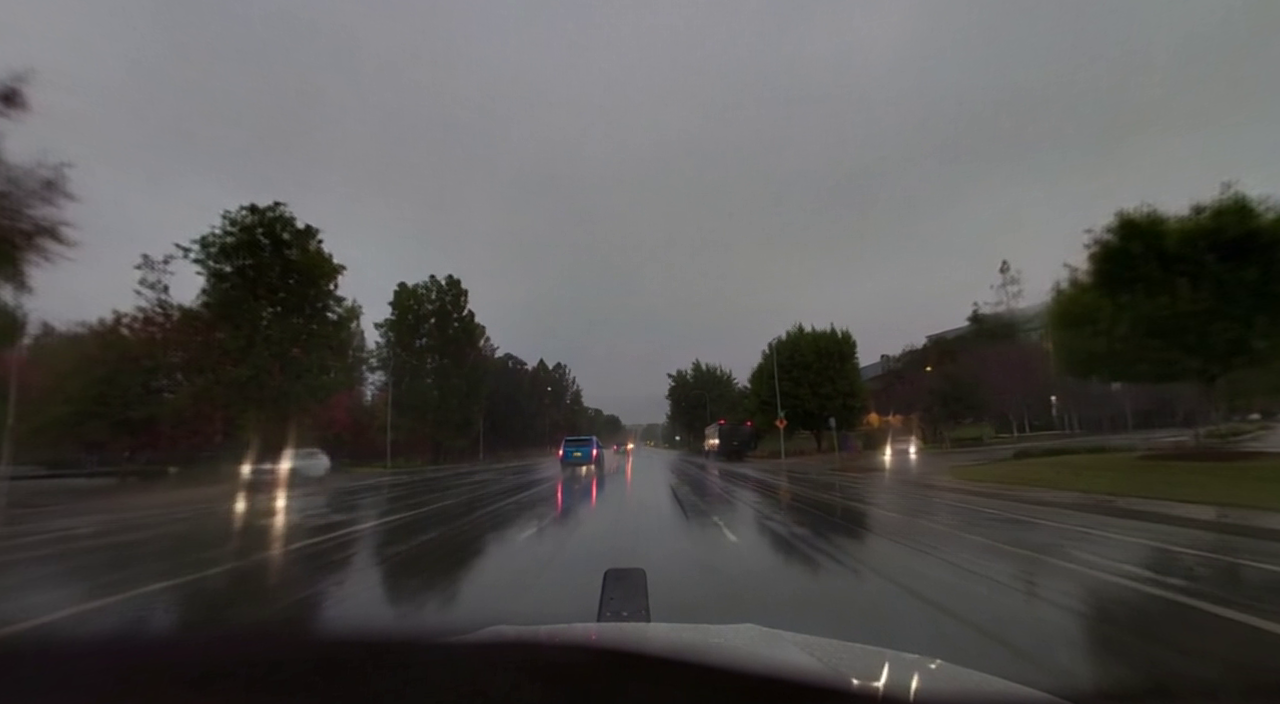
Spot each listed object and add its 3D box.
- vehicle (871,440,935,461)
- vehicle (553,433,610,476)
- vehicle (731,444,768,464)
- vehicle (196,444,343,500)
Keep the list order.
[{"bbox_3d":[19.891,7.448,47.862,1.864,1.523,4.176,5,-10,-29],"label":"vehicle"},{"bbox_3d":[-2.714,4.880,30.258,2.179,1.851,4.756,0,-8,1],"label":"vehicle"},{"bbox_3d":[8.329,7.784,48.327,1.976,1.445,4.909,0,-8,0],"label":"vehicle"},{"bbox_3d":[-12.643,4.074,21.984,2.210,1.720,4.800,0,-8,0],"label":"vehicle"}]
